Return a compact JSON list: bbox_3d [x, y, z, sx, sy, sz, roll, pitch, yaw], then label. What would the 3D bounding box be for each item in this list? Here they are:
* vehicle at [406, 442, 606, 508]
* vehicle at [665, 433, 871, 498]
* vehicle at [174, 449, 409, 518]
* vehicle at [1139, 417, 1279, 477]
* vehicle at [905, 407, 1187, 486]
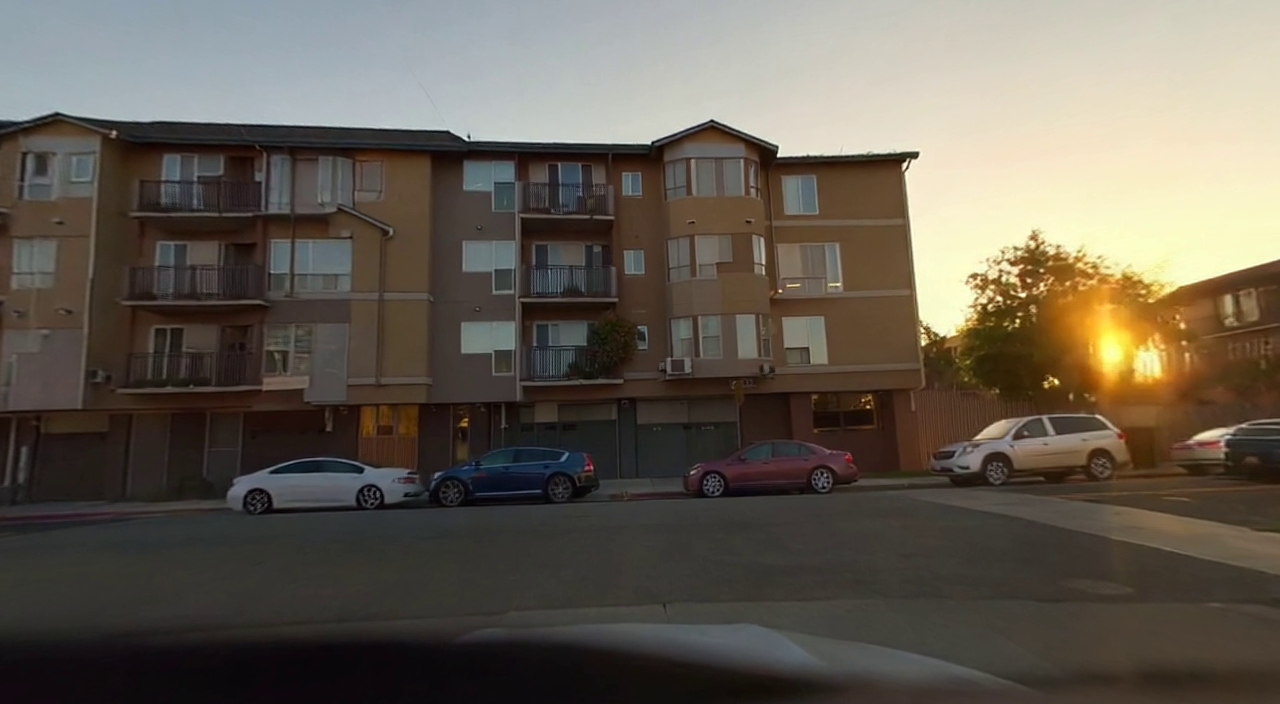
[{"bbox_3d":[-3.108,2.945,15.401,4.489,1.470,1.776,1,-8,-5],"label":"vehicle"},{"bbox_3d":[3.066,2.793,15.763,4.681,1.480,1.817,0,-8,-4],"label":"vehicle"},{"bbox_3d":[-8.025,3.053,14.947,4.423,1.449,1.813,1,-8,-6],"label":"vehicle"},{"bbox_3d":[16.183,2.504,16.753,4.426,1.476,1.864,1,-8,-5],"label":"vehicle"},{"bbox_3d":[10.265,2.418,16.337,5.739,1.852,2.330,0,-8,-4],"label":"vehicle"}]
